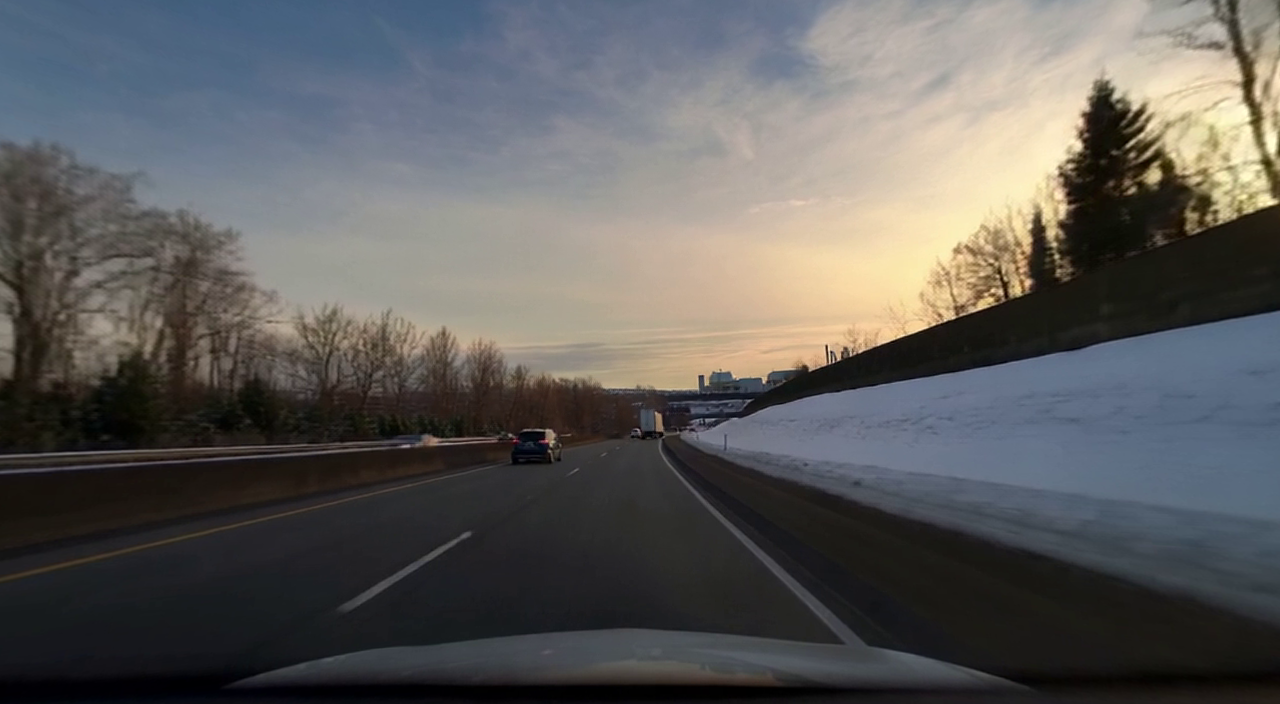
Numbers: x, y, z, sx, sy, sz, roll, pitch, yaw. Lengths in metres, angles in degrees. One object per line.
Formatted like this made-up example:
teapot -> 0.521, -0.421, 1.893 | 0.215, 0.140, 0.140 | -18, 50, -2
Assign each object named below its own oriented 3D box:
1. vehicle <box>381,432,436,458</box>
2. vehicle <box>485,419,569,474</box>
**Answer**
vehicle -> -14.422, 5.805, 39.378 | 1.836, 1.516, 3.879 | -1, -8, 1
vehicle -> -3.756, 3.224, 21.703 | 2.018, 1.678, 4.312 | 0, -8, 1
